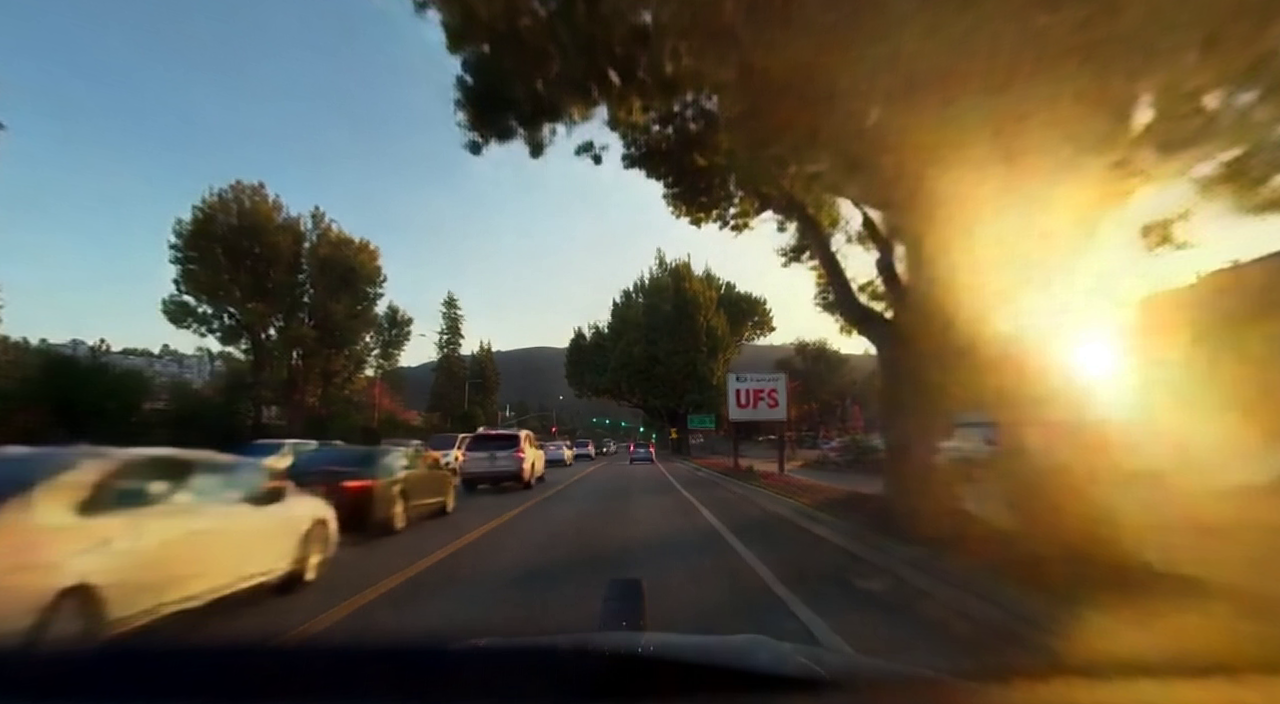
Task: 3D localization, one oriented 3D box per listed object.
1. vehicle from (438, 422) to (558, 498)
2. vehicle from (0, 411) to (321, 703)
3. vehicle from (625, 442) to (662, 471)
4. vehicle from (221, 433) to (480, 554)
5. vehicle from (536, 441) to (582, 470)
[{"bbox_3d":[-3.869,3.074,18.322,2.242,1.852,5.201,0,-8,0],"label":"vehicle"},{"bbox_3d":[-4.010,1.143,3.759,1.952,1.471,4.334,0,-8,0],"label":"vehicle"},{"bbox_3d":[0.178,5.667,34.449,1.875,1.453,3.888,0,-8,0],"label":"vehicle"},{"bbox_3d":[-4.193,2.097,10.176,1.958,1.472,4.555,0,-8,1],"label":"vehicle"},{"bbox_3d":[-4.438,5.727,35.096,2.068,1.480,4.039,0,-8,0],"label":"vehicle"}]
